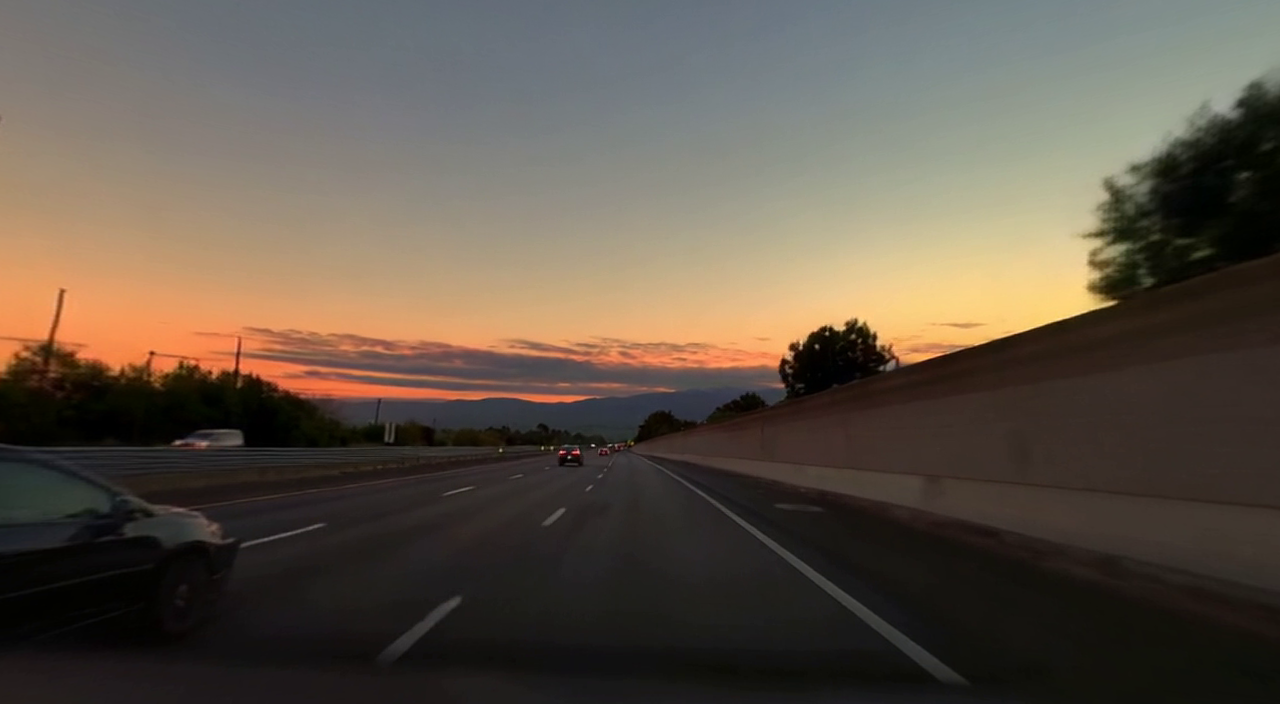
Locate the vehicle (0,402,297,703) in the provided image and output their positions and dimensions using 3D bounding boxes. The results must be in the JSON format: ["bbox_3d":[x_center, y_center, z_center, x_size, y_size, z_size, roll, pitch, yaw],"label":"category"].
[{"bbox_3d":[-3.938,1.034,2.974,2.195,1.573,4.176,0,-9,1],"label":"vehicle"}]

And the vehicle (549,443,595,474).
[{"bbox_3d":[-3.907,6.176,36.758,2.133,1.683,4.340,1,-9,0],"label":"vehicle"}]
